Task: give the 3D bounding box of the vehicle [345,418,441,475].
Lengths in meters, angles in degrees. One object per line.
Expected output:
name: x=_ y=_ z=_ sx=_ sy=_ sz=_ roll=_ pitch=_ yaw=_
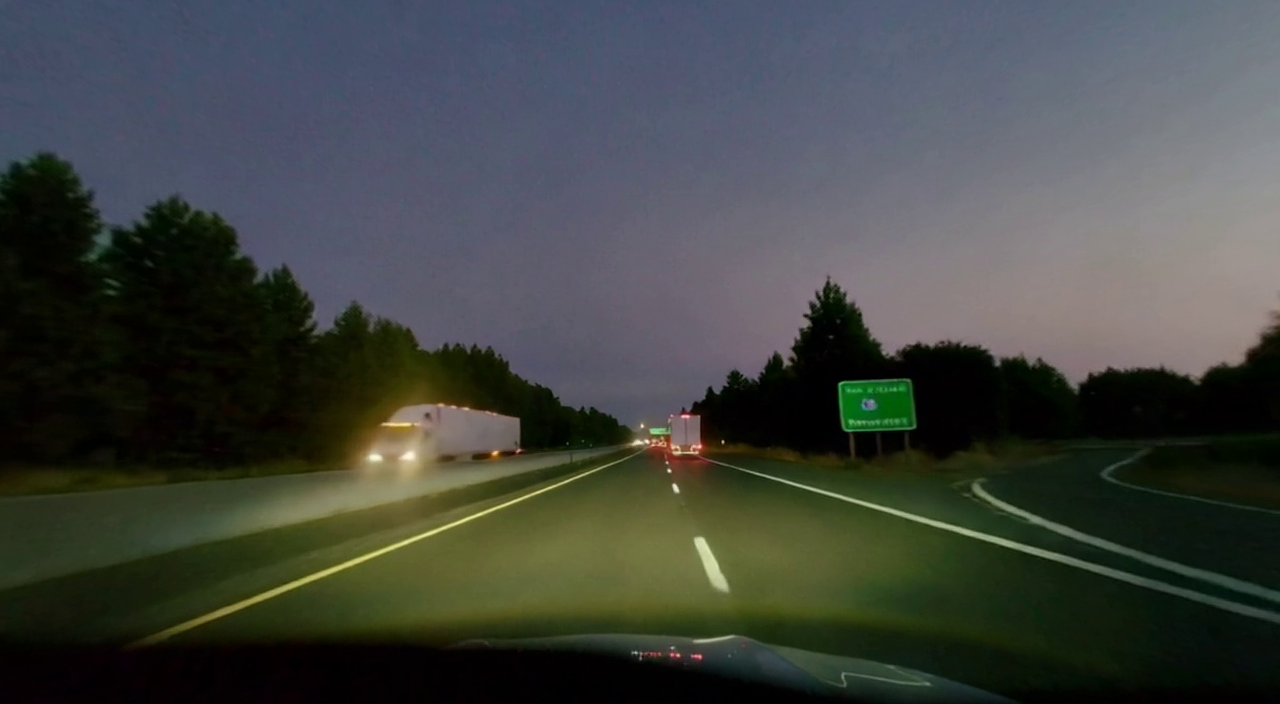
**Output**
vehicle: x=-12.791 y=4.976 z=33.189 sx=2.422 sy=2.721 sz=5.859 roll=0 pitch=-9 yaw=2
